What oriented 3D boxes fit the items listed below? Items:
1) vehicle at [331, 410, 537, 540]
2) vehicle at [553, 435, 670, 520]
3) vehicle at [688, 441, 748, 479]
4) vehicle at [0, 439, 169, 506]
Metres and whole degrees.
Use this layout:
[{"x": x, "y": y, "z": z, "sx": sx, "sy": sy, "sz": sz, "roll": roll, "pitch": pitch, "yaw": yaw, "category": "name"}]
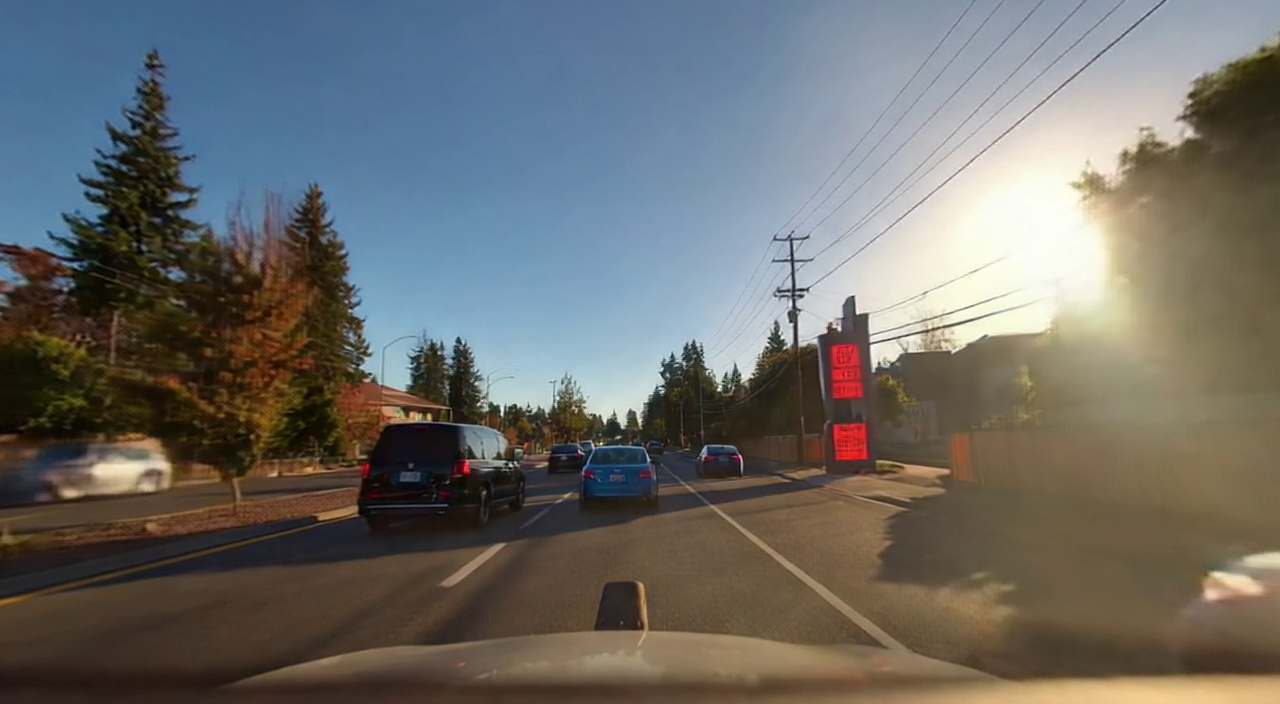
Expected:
[{"x": -3.332, "y": 2.116, "z": 11.453, "sx": 2.092, "sy": 1.839, "sz": 4.736, "roll": 0, "pitch": -9, "yaw": 0, "category": "vehicle"}, {"x": -0.517, "y": 2.547, "z": 13.328, "sx": 2.097, "sy": 1.511, "sz": 3.809, "roll": 0, "pitch": -9, "yaw": 0, "category": "vehicle"}, {"x": 3.231, "y": 4.559, "z": 26.956, "sx": 1.878, "sy": 1.479, "sz": 4.461, "roll": 0, "pitch": -9, "yaw": -1, "category": "vehicle"}, {"x": -17.192, "y": 3.582, "z": 19.262, "sx": 2.029, "sy": 1.790, "sz": 4.668, "roll": 0, "pitch": -9, "yaw": 0, "category": "vehicle"}]
